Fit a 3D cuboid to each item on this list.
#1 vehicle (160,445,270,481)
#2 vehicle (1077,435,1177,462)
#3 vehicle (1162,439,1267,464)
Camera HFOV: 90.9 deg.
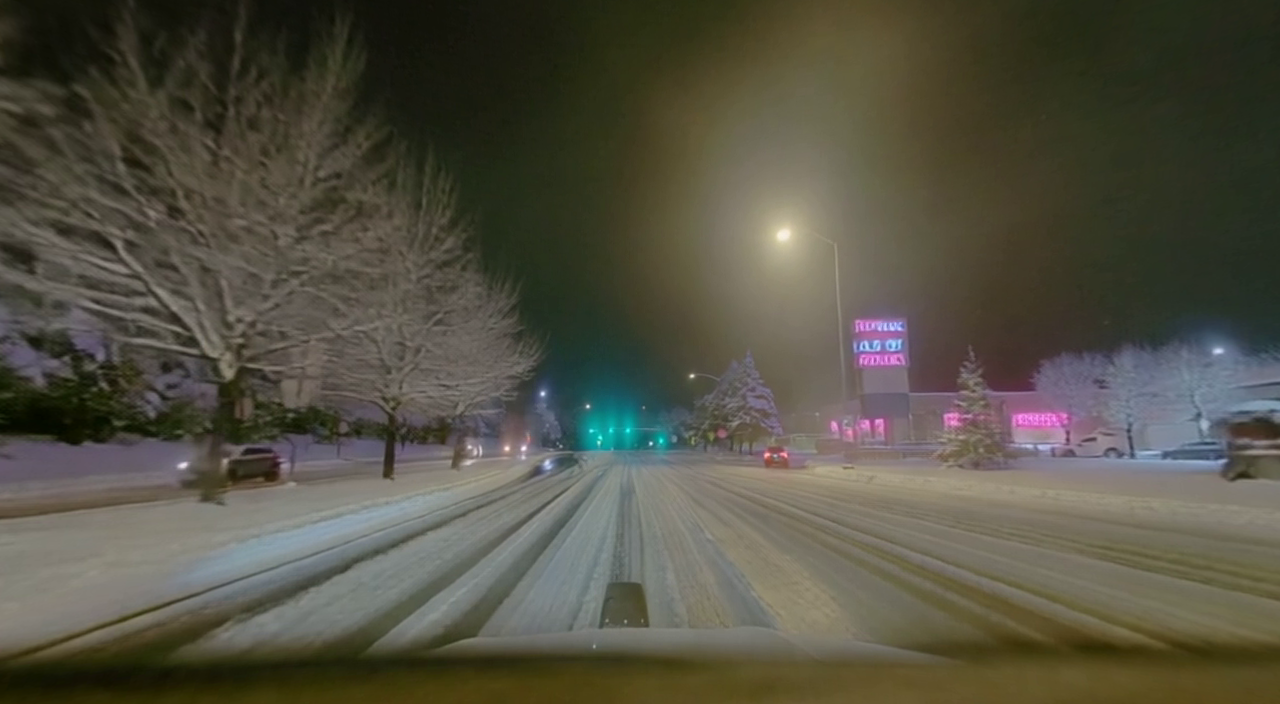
[{"bbox_3d":[-18.805,4.884,28.178,1.859,1.443,4.466,0,-8,-1],"label":"vehicle"},{"bbox_3d":[36.187,7.158,46.977,5.218,1.927,2.387,-1,-9,10],"label":"vehicle"},{"bbox_3d":[36.391,6.301,40.017,4.569,1.493,1.740,-1,-9,11],"label":"vehicle"}]
